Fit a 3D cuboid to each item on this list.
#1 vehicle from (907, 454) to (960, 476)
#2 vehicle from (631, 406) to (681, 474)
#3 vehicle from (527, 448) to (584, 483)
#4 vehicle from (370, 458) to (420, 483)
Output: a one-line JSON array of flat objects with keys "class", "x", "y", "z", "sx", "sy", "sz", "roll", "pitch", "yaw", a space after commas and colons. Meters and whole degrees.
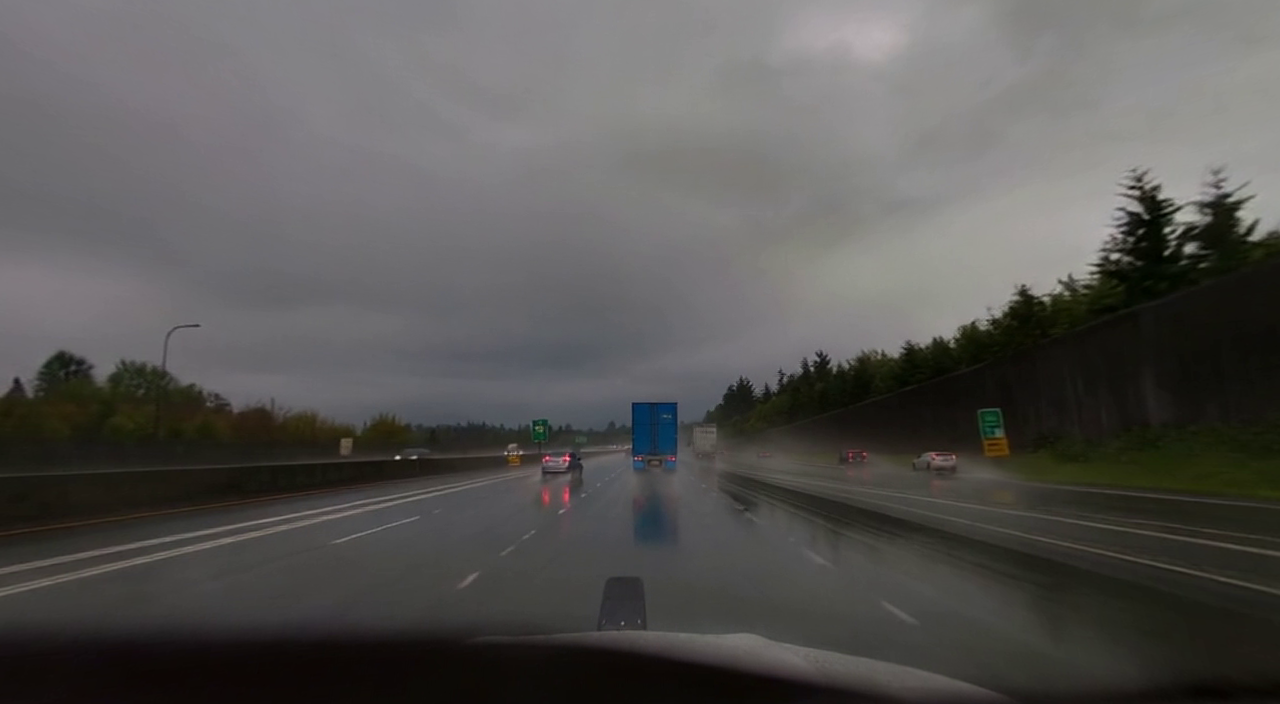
[{"class": "vehicle", "x": 20.366, "y": 7.829, "z": 43.864, "sx": 1.857, "sy": 1.407, "sz": 3.719, "roll": 0, "pitch": -9, "yaw": 0}, {"class": "vehicle", "x": 1.134, "y": 6.055, "z": 43.109, "sx": 3.022, "sy": 4.072, "sz": 10.318, "roll": 0, "pitch": -9, "yaw": 2}, {"class": "vehicle", "x": -3.818, "y": 5.185, "z": 29.186, "sx": 1.931, "sy": 1.466, "sz": 4.458, "roll": 0, "pitch": -9, "yaw": 2}, {"class": "vehicle", "x": -16.047, "y": 7.761, "z": 41.499, "sx": 1.701, "sy": 1.465, "sz": 3.759, "roll": 0, "pitch": -9, "yaw": 1}]
